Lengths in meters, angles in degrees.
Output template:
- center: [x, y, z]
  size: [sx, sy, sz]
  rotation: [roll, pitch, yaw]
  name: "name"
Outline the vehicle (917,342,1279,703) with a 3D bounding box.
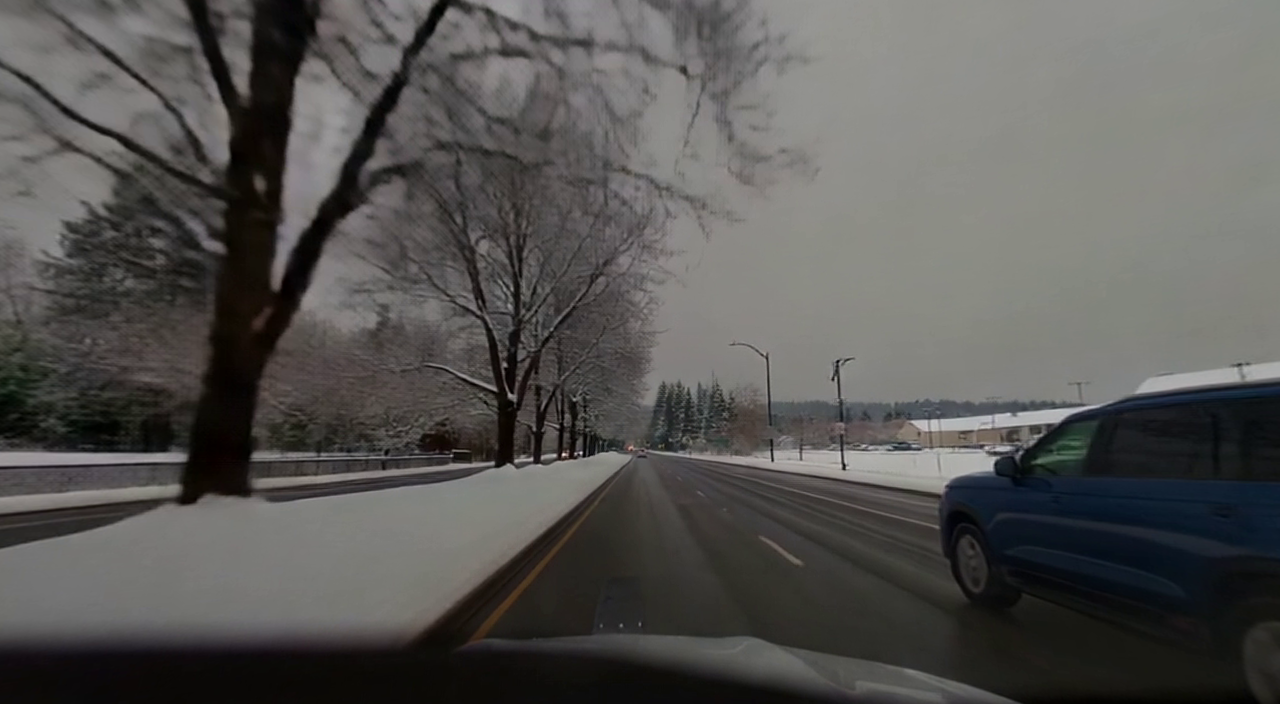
- center: [3.665, 0.968, 3.351]
  size: [2.087, 1.759, 5.040]
  rotation: [0, -9, 0]
  name: "vehicle"
